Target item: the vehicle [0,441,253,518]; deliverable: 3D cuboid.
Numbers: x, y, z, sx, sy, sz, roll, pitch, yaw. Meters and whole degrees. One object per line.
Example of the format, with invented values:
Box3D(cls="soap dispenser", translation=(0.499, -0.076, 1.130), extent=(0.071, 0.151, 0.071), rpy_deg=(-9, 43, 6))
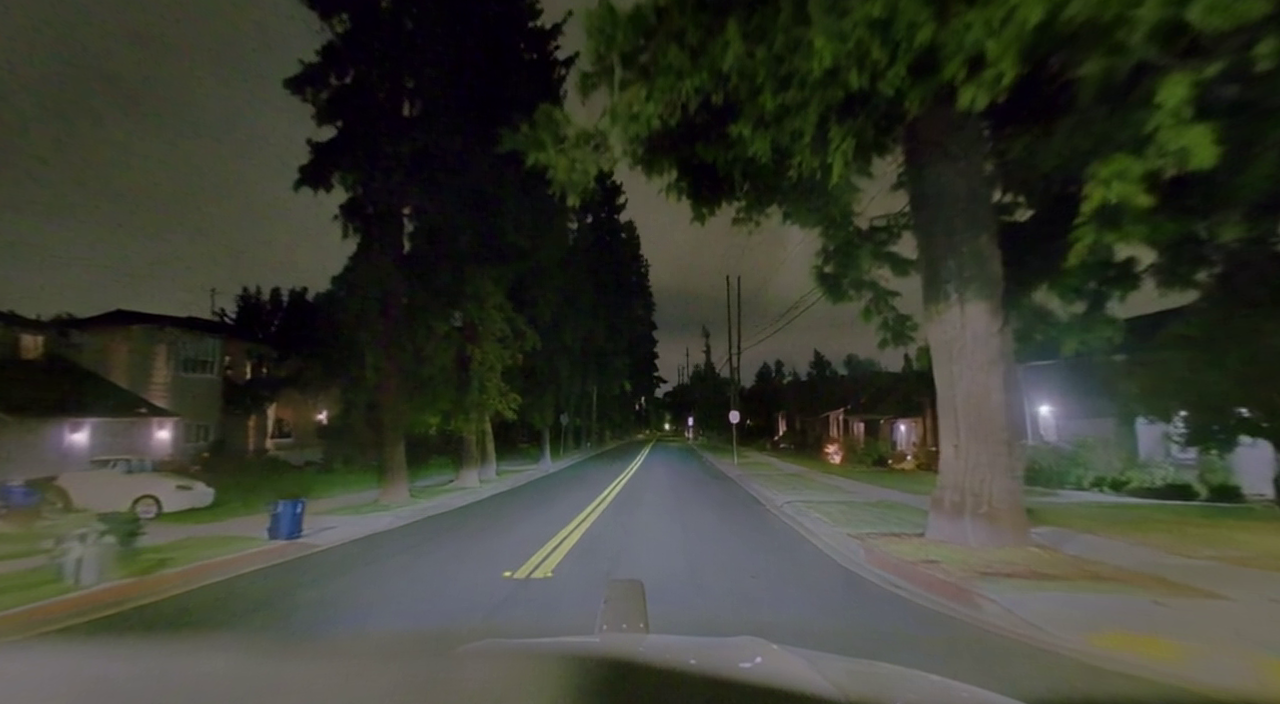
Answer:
Box3D(cls="vehicle", translation=(-11.157, 2.635, 13.379), extent=(4.659, 1.464, 1.930), rpy_deg=(0, -8, 3))
